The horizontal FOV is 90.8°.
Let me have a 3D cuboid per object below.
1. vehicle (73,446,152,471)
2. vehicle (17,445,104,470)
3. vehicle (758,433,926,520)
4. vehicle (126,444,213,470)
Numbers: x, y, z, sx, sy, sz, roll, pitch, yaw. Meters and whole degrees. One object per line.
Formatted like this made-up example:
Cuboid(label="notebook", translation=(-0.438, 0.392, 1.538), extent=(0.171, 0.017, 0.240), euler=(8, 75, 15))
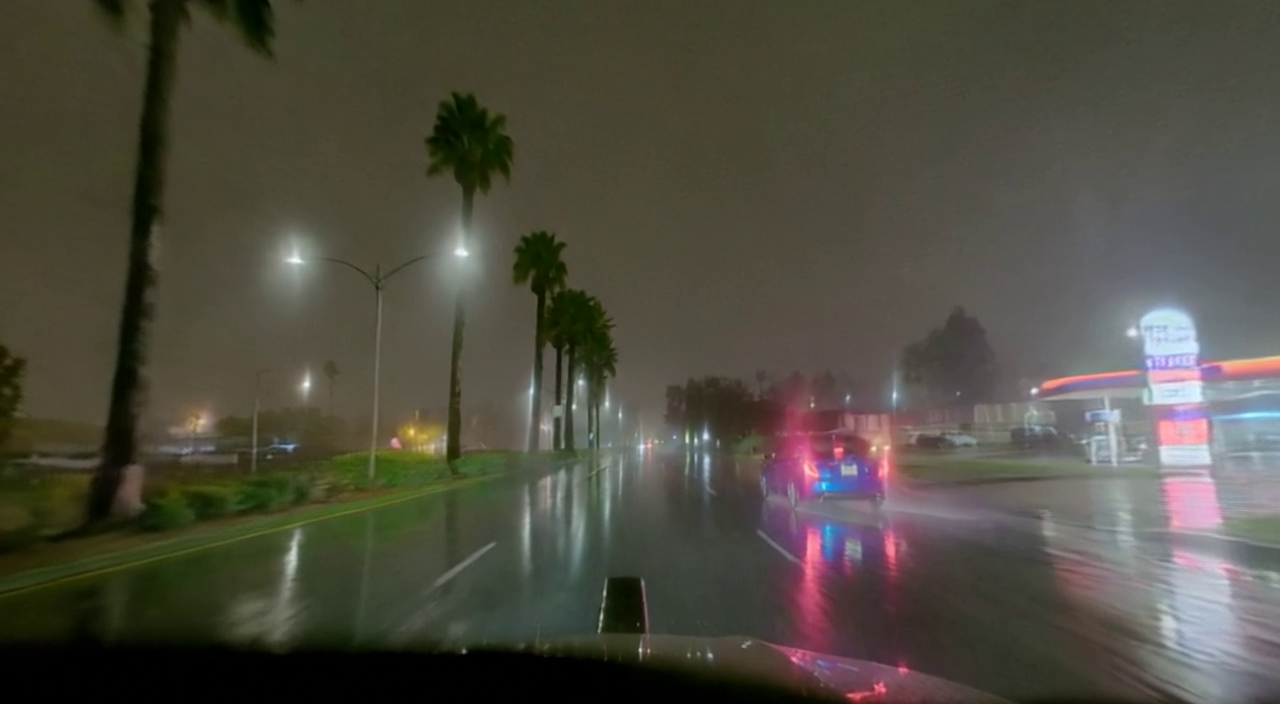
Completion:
Cuboid(label="vehicle", translation=(-37.379, 7.539, 44.920), extent=(2.052, 1.645, 4.225), euler=(0, -9, -2))
Cuboid(label="vehicle", translation=(-40.971, 7.479, 44.823), extent=(1.943, 1.625, 4.413), euler=(-1, -9, 0))
Cuboid(label="vehicle", translation=(3.823, 2.404, 12.851), extent=(1.978, 1.442, 4.262), euler=(0, -8, 0))
Cuboid(label="vehicle", translation=(-33.343, 7.441, 44.975), extent=(2.347, 1.610, 4.867), euler=(-1, -7, 1))
